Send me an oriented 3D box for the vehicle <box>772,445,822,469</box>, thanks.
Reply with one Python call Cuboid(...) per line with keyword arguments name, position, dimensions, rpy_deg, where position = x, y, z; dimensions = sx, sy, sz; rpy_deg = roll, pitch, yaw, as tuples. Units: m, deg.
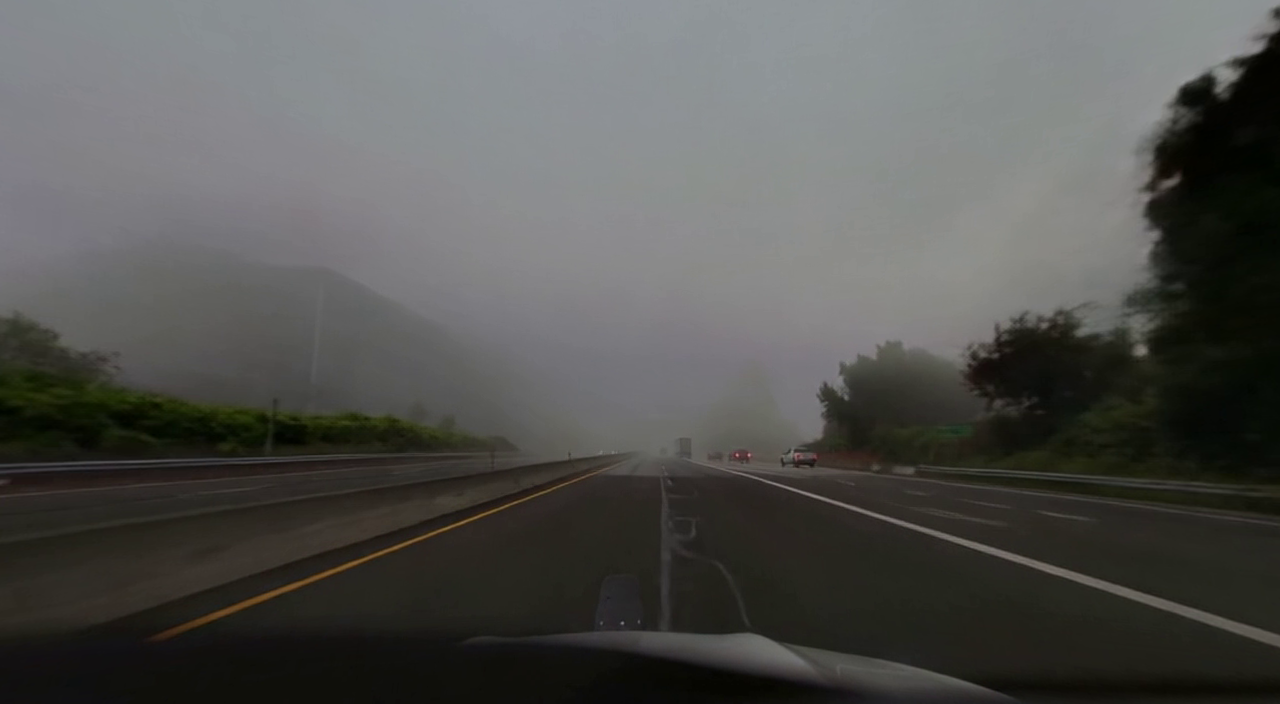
Cuboid(name="vehicle", position=(11.449, 7.703, 46.300), dimensions=(2.127, 1.646, 4.926), rpy_deg=(1, -9, -4))
